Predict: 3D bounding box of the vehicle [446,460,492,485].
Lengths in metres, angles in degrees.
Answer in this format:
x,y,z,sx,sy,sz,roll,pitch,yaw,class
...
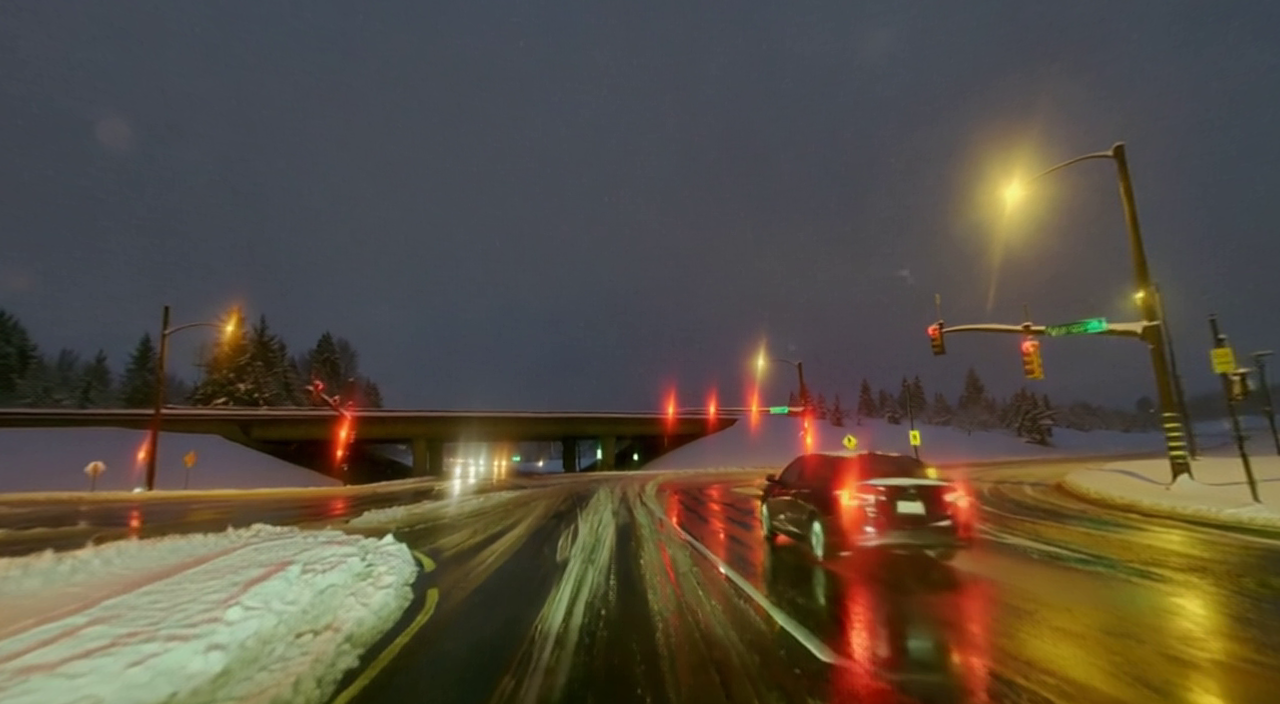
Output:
x,y,z,sx,sy,sz,roll,pitch,yaw,class
-12.782,9.013,47.519,2.126,1.506,5.411,-3,-9,-2,vehicle

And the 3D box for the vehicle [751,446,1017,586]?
x,y,z,sx,sy,sz,roll,pitch,yaw,class
2.953,2.068,8.924,1.909,1.425,4.521,0,-9,0,vehicle
